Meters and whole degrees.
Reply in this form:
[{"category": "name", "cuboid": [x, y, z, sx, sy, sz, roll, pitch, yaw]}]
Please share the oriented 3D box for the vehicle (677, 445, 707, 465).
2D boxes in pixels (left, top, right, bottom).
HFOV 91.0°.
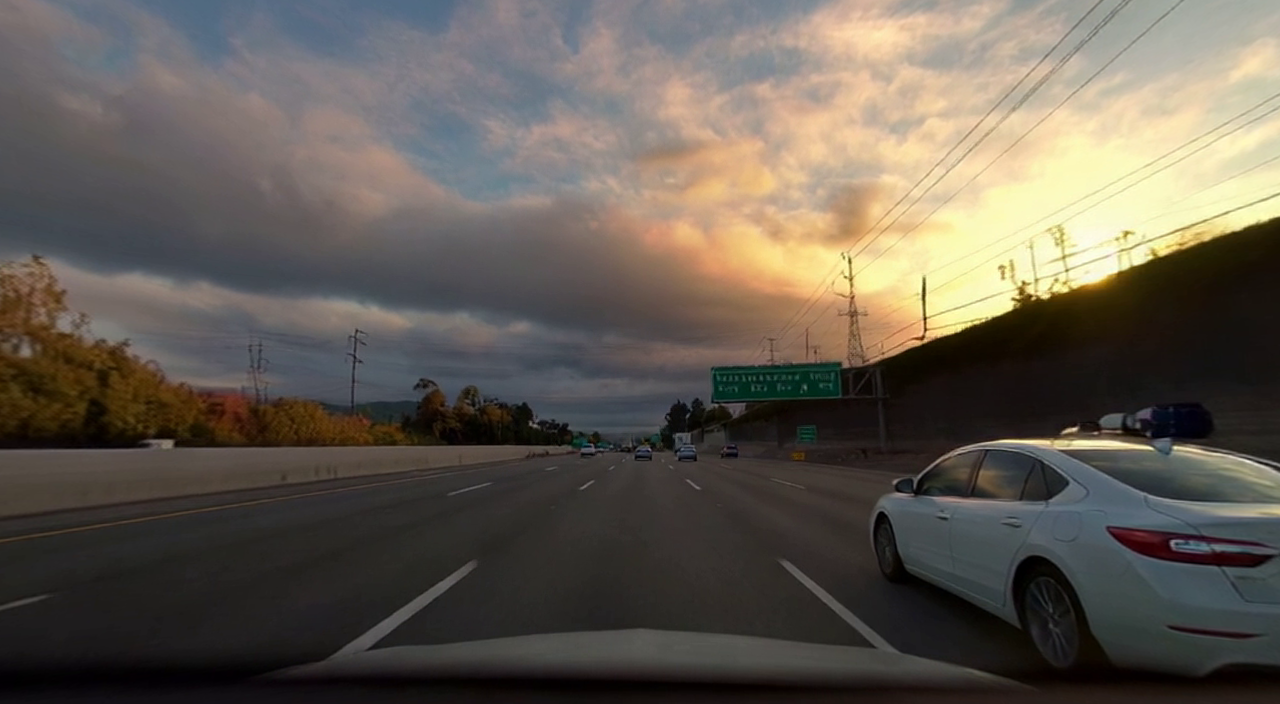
[{"category": "vehicle", "cuboid": [3.989, 8.011, 49.077, 2.076, 1.506, 4.050, 0, -9, 1]}]
